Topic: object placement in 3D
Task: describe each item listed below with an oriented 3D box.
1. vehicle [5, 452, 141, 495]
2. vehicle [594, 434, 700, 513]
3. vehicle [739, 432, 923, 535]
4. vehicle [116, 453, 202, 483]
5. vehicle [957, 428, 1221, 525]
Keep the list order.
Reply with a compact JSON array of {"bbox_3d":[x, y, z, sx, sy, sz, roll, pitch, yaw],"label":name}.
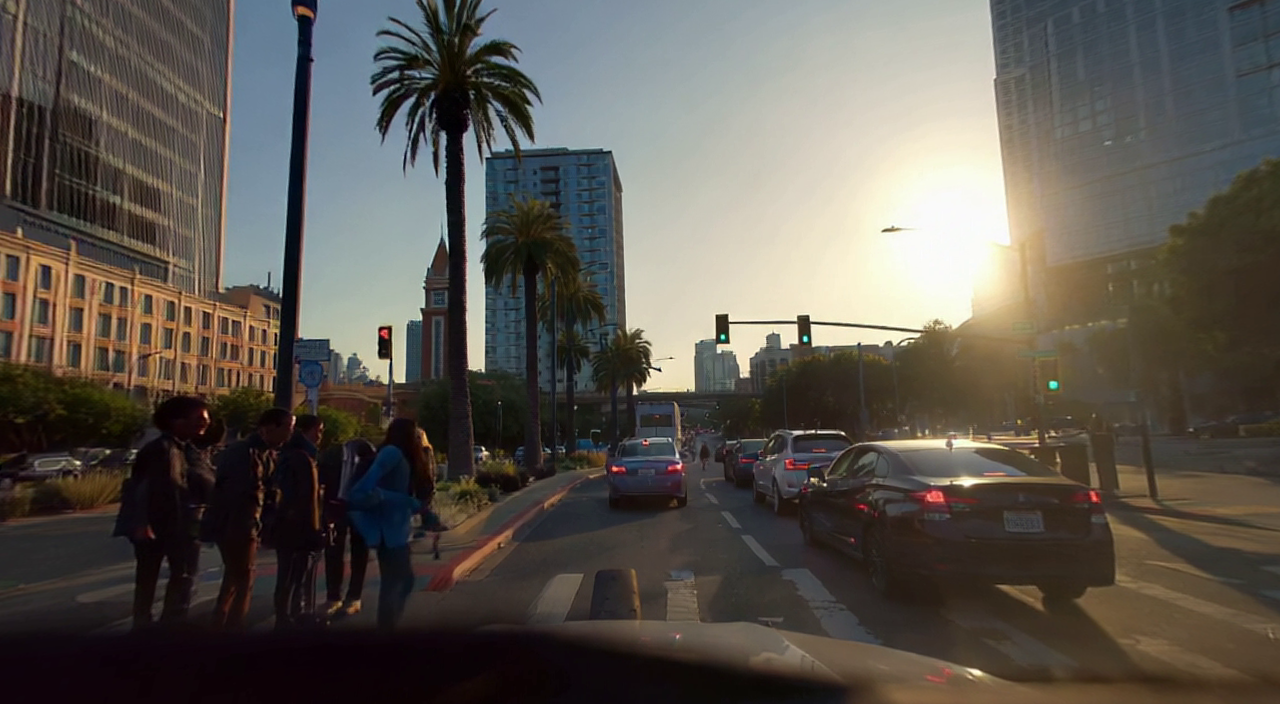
[{"bbox_3d":[-26.699,5.711,29.925,2.105,1.793,4.812,0,-9,-3],"label":"vehicle"},{"bbox_3d":[0.164,2.616,14.010,2.048,1.503,3.681,0,-9,1],"label":"vehicle"},{"bbox_3d":[3.122,2.245,11.367,1.913,1.469,4.425,0,-9,0],"label":"vehicle"},{"bbox_3d":[-30.448,7.340,40.035,1.946,1.696,4.595,0,-9,-2],"label":"vehicle"},{"bbox_3d":[8.174,2.280,12.095,1.859,1.508,4.259,0,-9,-1],"label":"vehicle"}]
